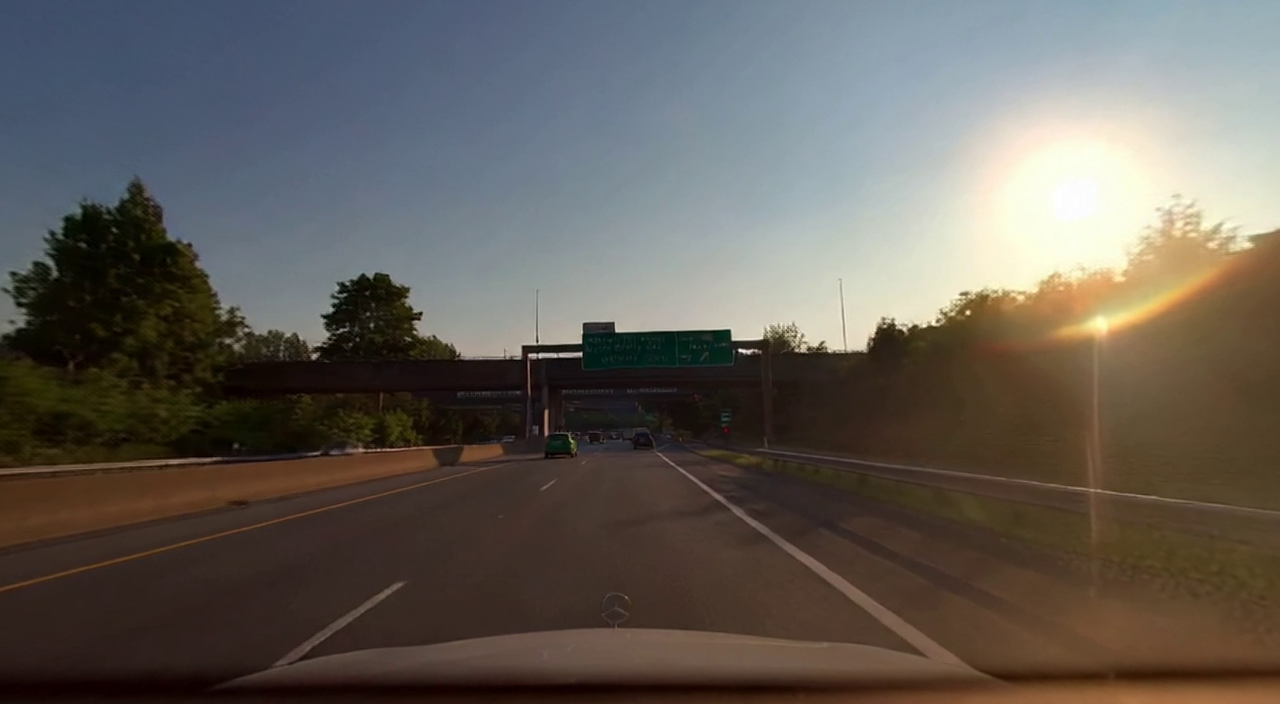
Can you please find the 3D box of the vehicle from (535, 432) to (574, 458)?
[{"bbox_3d":[-5.261,5.729,39.132,1.959,1.514,3.668,0,-8,-1],"label":"vehicle"}]

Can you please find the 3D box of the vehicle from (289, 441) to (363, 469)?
[{"bbox_3d":[-17.704,5.794,35.828,1.939,1.469,4.527,0,-8,-1],"label":"vehicle"}]

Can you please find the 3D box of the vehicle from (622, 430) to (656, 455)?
[{"bbox_3d":[-0.049,6.017,41.883,2.139,1.561,4.060,0,-8,0],"label":"vehicle"}]
